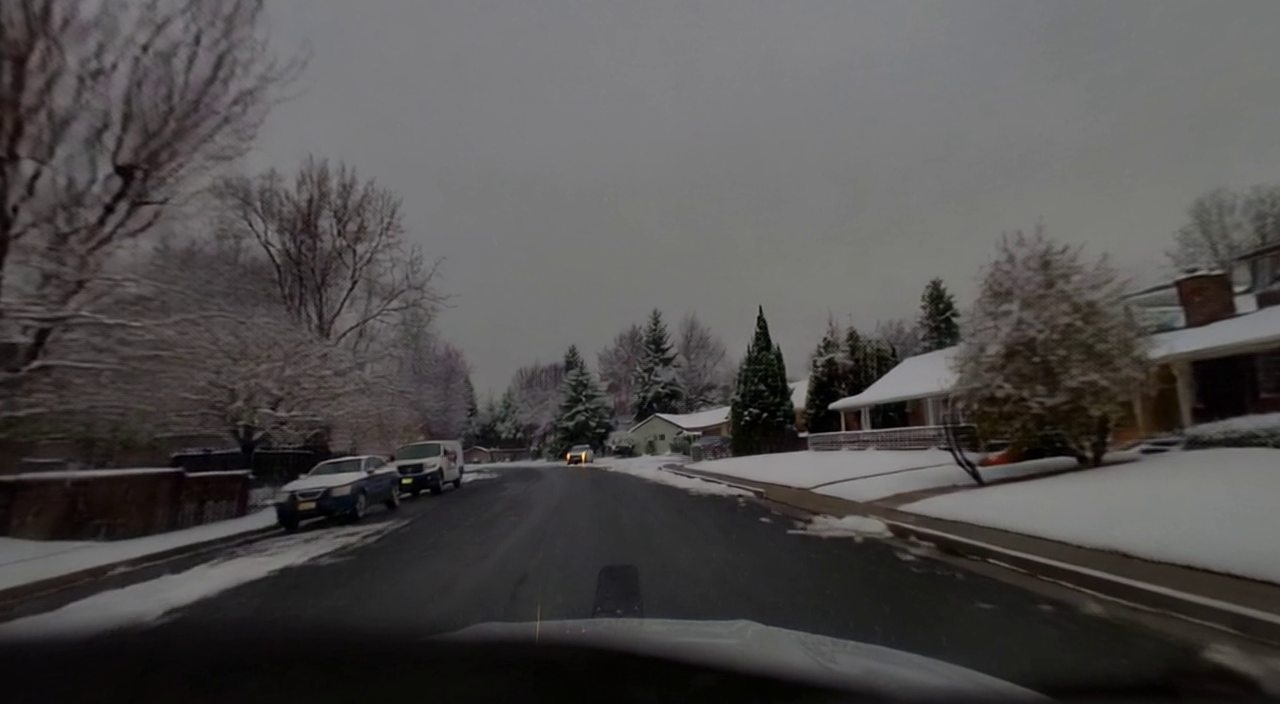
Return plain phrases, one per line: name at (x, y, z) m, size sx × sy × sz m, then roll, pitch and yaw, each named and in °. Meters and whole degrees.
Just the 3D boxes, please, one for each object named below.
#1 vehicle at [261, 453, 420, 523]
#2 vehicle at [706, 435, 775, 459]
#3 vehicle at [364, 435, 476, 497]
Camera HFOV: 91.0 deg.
vehicle at (-6.954, 3.165, 15.185) m, size 2.017 × 1.397 × 4.004 m, roll 0°, pitch -9°, yaw -3°
vehicle at (7.245, 6.858, 45.591) m, size 4.533 × 1.557 × 1.981 m, roll 2°, pitch -6°, yaw -14°
vehicle at (-7.653, 4.020, 22.683) m, size 2.338 × 1.925 × 5.725 m, roll 0°, pitch -9°, yaw -4°
